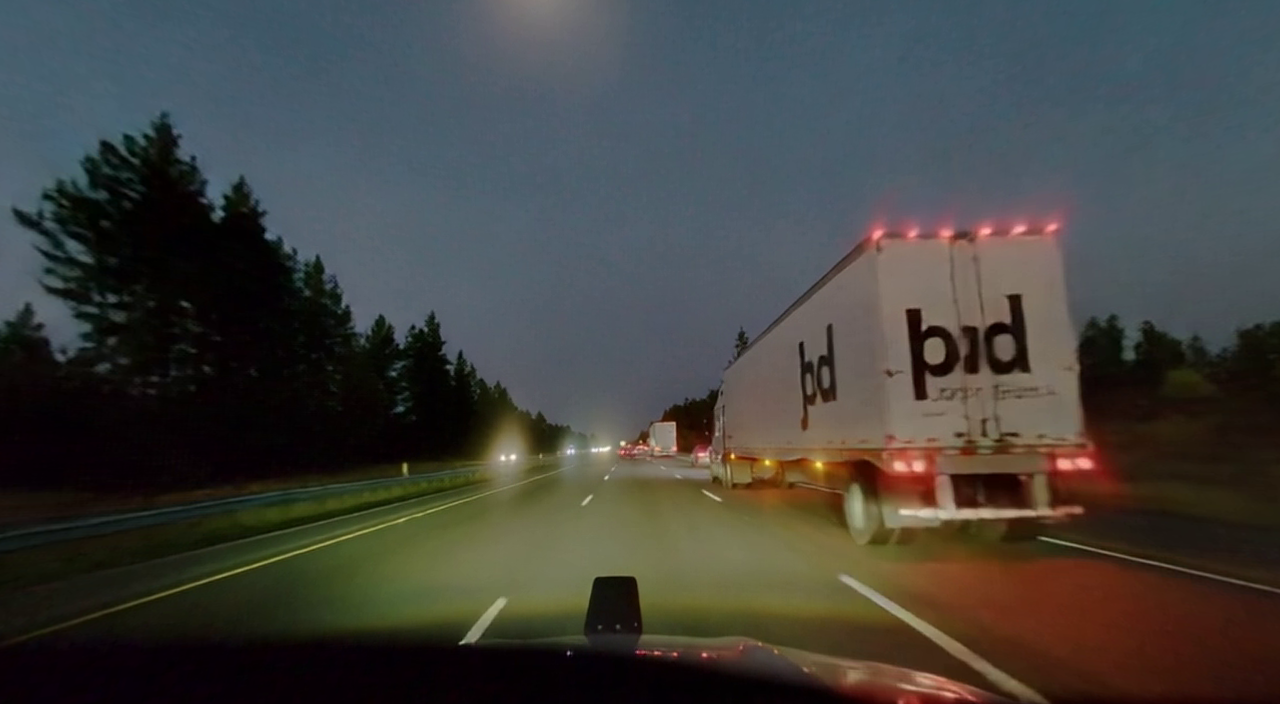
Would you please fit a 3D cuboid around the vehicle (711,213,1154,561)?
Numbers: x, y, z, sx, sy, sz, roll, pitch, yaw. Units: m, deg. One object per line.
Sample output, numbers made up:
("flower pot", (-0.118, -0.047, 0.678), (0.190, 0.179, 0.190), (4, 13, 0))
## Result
("vehicle", (4.053, 1.394, 14.191), (2.973, 4.007, 14.076), (0, -9, -1))
